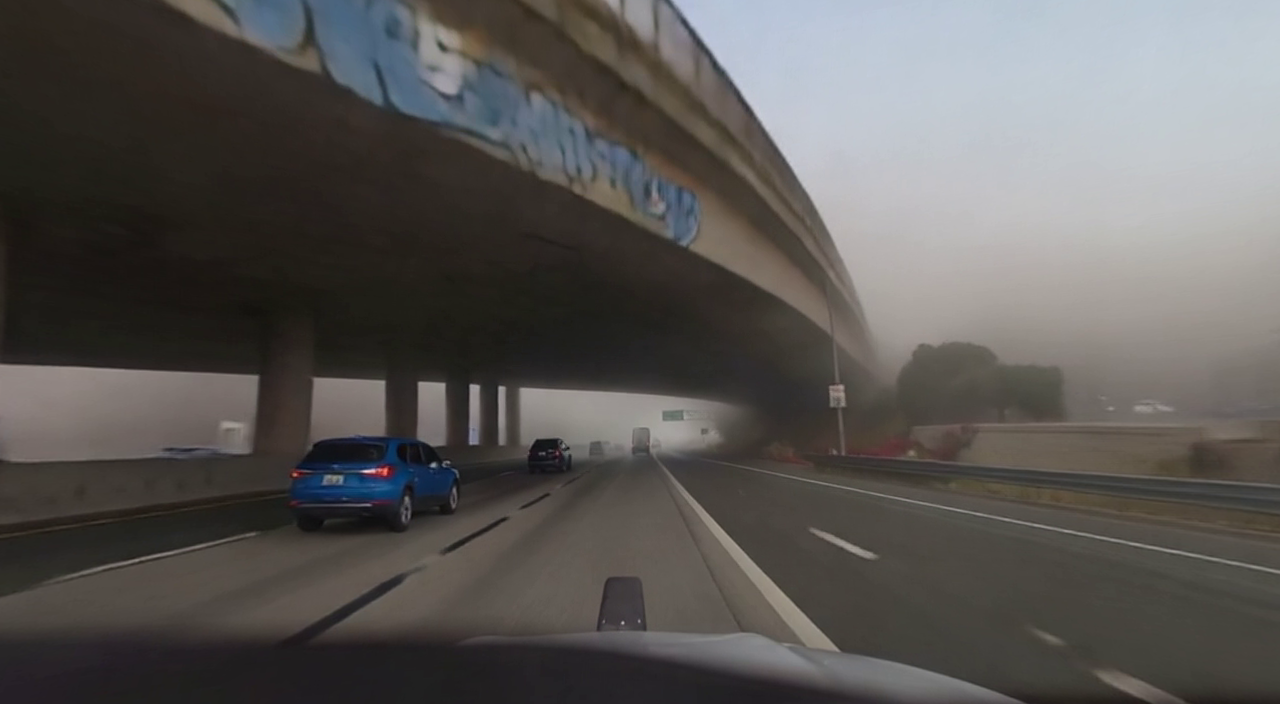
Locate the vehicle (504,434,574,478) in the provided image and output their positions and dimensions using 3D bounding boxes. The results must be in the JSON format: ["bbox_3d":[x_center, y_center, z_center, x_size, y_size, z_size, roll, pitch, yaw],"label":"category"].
[{"bbox_3d":[-4.096,4.316,26.340,2.154,1.693,4.394,0,-8,1],"label":"vehicle"}]

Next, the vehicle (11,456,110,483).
[{"bbox_3d":[-36.567,7.417,39.828,1.863,1.447,4.651,0,-8,0],"label":"vehicle"}]

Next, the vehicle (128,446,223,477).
[{"bbox_3d":[-24.853,5.850,33.813,1.809,1.520,4.355,0,-8,0],"label":"vehicle"}]

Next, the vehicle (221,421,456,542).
[{"bbox_3d":[-4.706,2.060,10.607,1.969,1.633,3.962,0,-8,0],"label":"vehicle"}]
